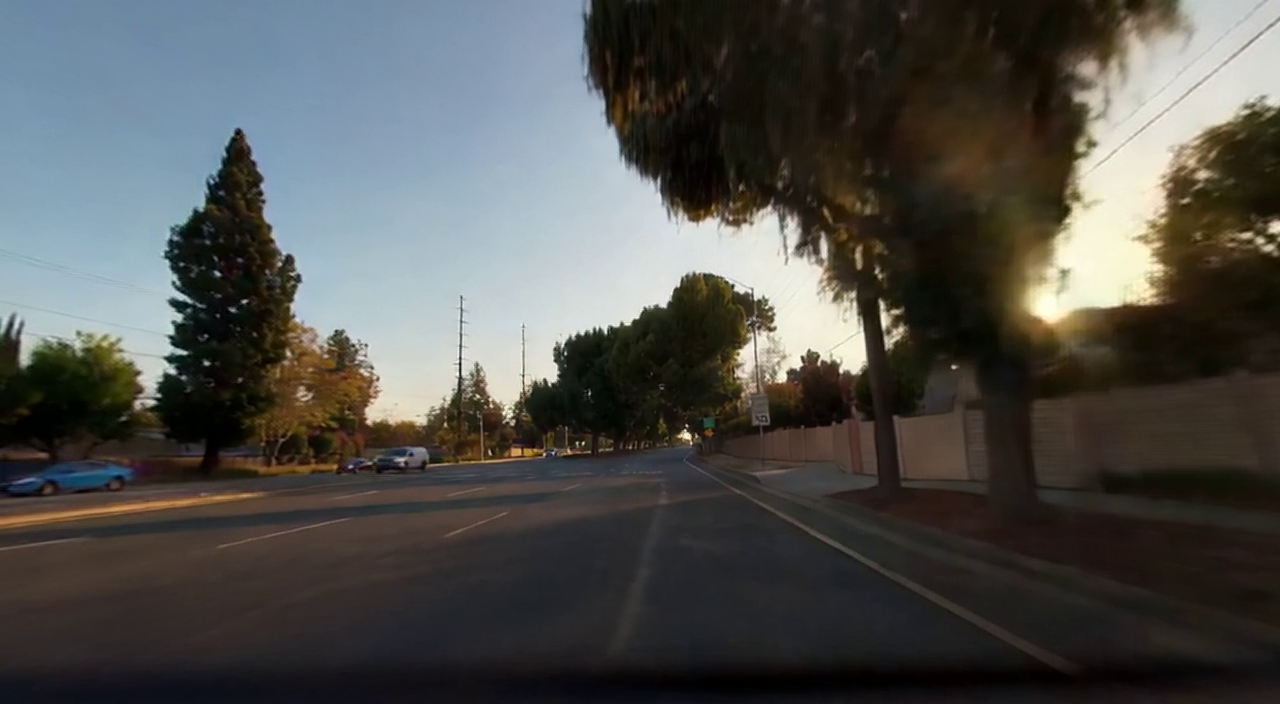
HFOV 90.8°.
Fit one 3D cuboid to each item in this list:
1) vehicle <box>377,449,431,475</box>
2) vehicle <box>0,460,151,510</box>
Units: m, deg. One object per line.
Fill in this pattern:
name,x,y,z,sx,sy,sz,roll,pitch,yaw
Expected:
vehicle,-15.837,7.366,42.614,1.925,1.649,4.010,-1,-8,2
vehicle,-20.288,4.651,22.531,1.806,1.438,4.461,-1,-8,7
